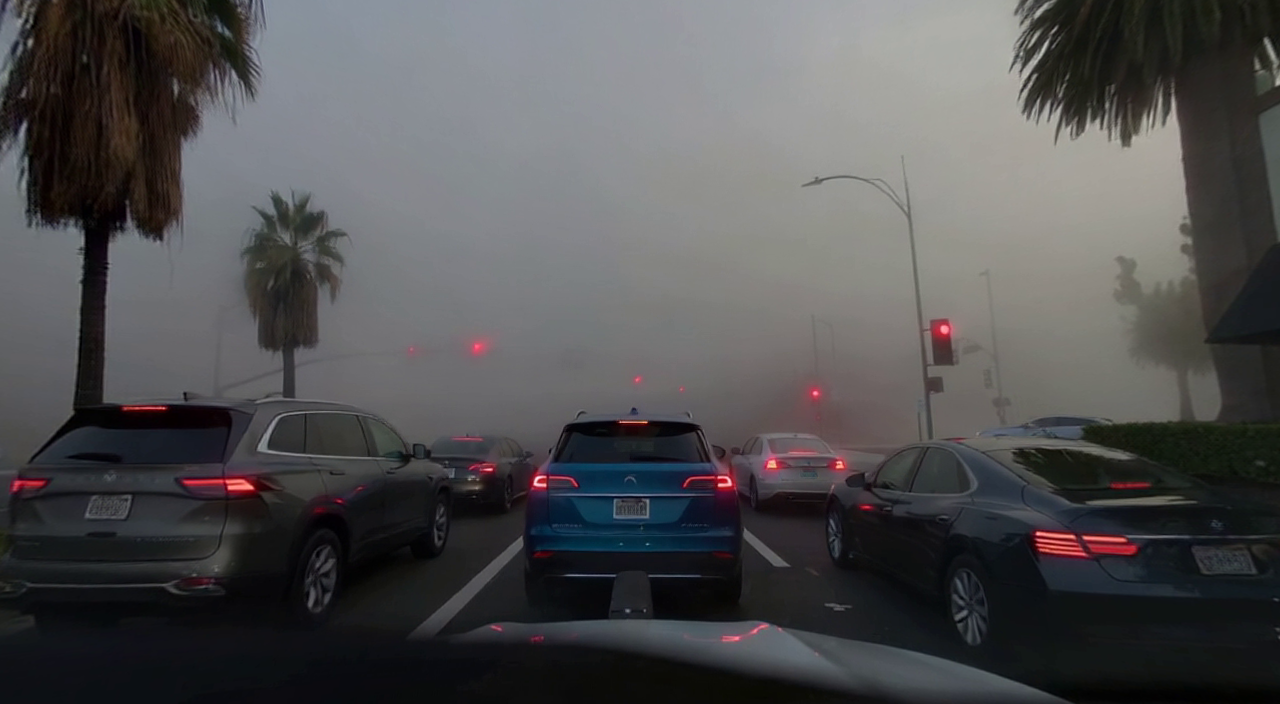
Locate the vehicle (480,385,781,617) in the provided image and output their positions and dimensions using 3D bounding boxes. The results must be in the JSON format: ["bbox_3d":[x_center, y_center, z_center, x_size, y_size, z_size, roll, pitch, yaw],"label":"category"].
[{"bbox_3d":[-0.132,1.454,7.056,2.280,1.747,4.361,0,-8,-2],"label":"vehicle"}]

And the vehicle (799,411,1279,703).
[{"bbox_3d":[2.965,1.368,5.256,2.017,1.491,4.611,0,-8,-1],"label":"vehicle"}]

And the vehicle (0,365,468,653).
[{"bbox_3d":[-3.350,1.276,6.122,2.014,1.755,4.360,0,-8,1],"label":"vehicle"}]
